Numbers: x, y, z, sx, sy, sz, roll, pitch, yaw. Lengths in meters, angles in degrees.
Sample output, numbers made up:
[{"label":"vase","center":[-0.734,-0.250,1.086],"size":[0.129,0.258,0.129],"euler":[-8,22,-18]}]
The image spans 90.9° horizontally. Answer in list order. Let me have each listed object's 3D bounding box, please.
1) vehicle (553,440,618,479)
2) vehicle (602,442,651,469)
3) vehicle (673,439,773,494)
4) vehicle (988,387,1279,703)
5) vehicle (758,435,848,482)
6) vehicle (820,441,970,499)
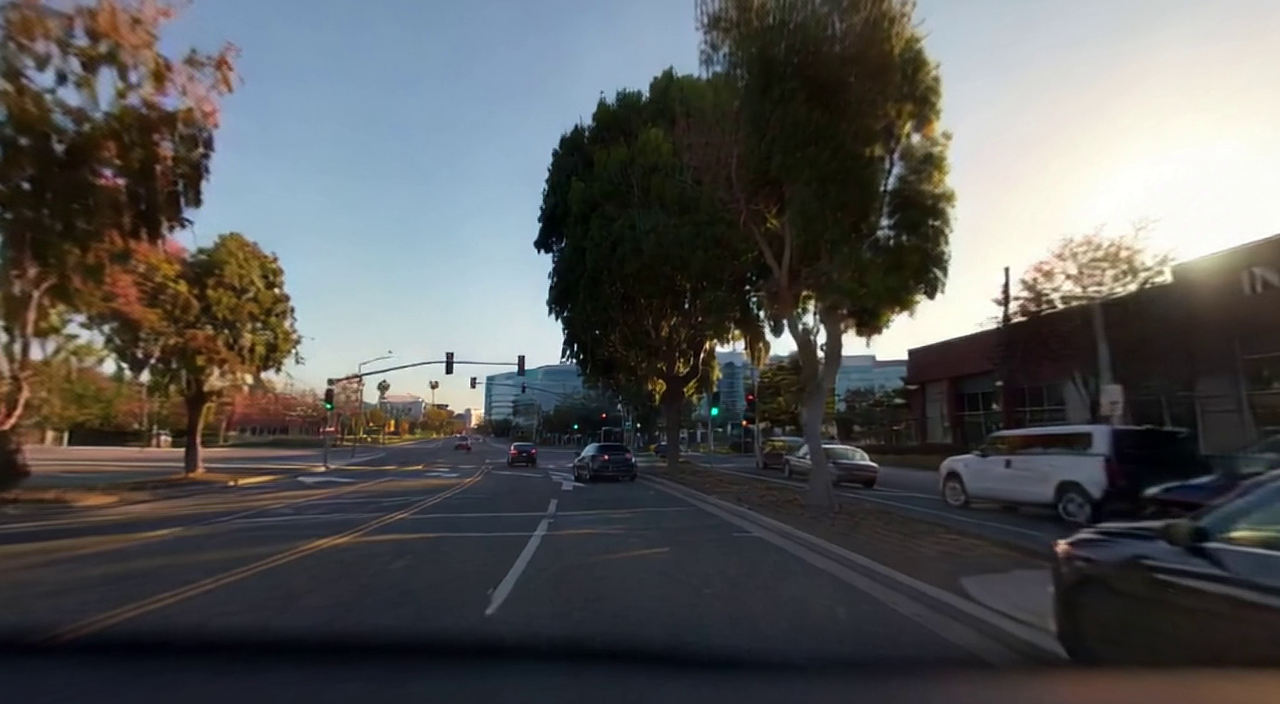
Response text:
[{"label":"vehicle","center":[-2.484,4.634,27.594],"size":[2.308,1.535,4.811],"euler":[2,-9,-11]},{"label":"vehicle","center":[-0.882,6.048,37.150],"size":[1.957,1.463,4.701],"euler":[2,-9,-13]},{"label":"vehicle","center":[2.412,3.485,19.621],"size":[1.984,1.476,4.488],"euler":[1,-8,-8]},{"label":"vehicle","center":[3.203,0.778,1.507],"size":[2.280,1.472,4.426],"euler":[0,-8,1]},{"label":"vehicle","center":[6.077,4.020,24.082],"size":[1.825,1.646,4.070],"euler":[1,-9,-9]},{"label":"vehicle","center":[7.087,3.301,18.147],"size":[1.903,1.432,4.514],"euler":[1,-8,-8]}]
